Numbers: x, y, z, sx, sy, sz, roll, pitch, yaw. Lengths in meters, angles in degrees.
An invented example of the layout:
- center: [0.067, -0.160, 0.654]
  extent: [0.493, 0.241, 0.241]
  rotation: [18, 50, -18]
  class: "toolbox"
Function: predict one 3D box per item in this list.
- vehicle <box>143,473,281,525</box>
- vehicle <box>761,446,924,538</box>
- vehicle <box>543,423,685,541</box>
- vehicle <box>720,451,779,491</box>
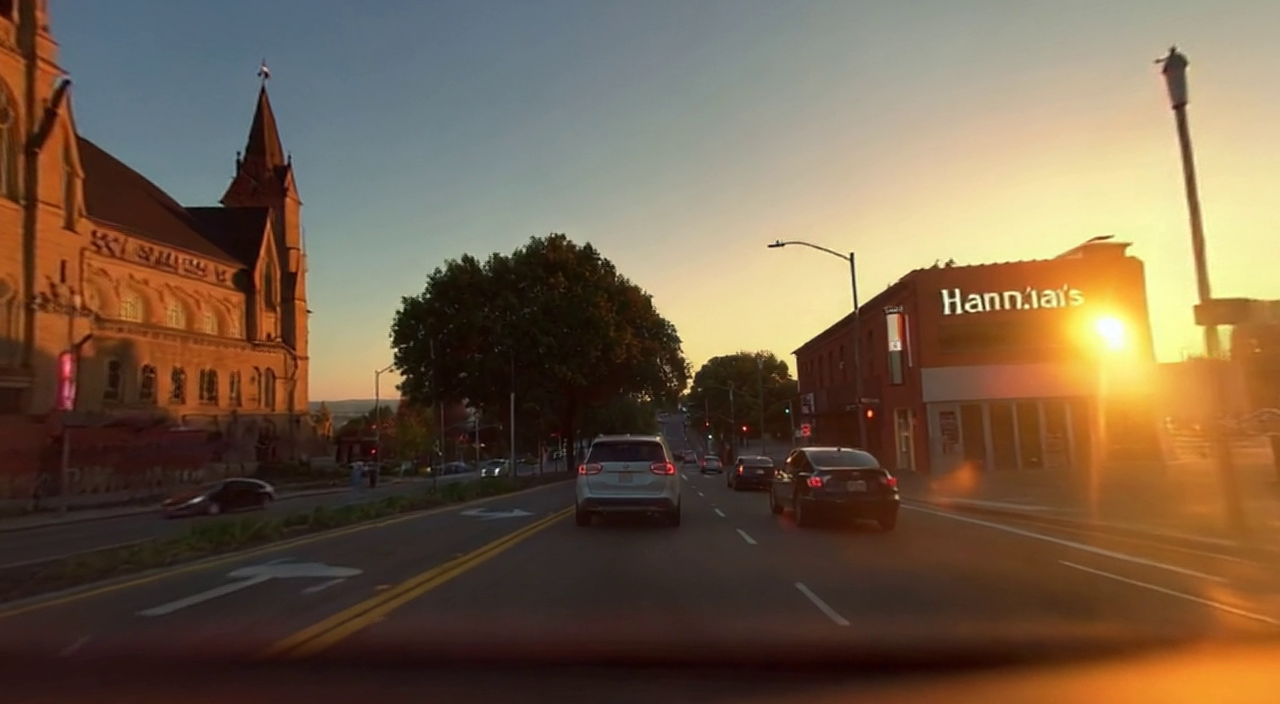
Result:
- center: [-16.013, 5.496, 24.014]
  extent: [1.901, 1.532, 4.733]
  rotation: [0, -8, 1]
  class: "vehicle"
- center: [3.708, 2.605, 12.511]
  extent: [1.883, 1.472, 4.471]
  rotation: [0, -8, 2]
  class: "vehicle"
- center: [-0.309, 2.290, 11.762]
  extent: [2.168, 1.776, 4.135]
  rotation: [-1, -8, 2]
  class: "vehicle"
- center: [4.520, 4.953, 26.619]
  extent: [1.890, 1.491, 4.166]
  rotation: [-1, -8, 2]
  class: "vehicle"
